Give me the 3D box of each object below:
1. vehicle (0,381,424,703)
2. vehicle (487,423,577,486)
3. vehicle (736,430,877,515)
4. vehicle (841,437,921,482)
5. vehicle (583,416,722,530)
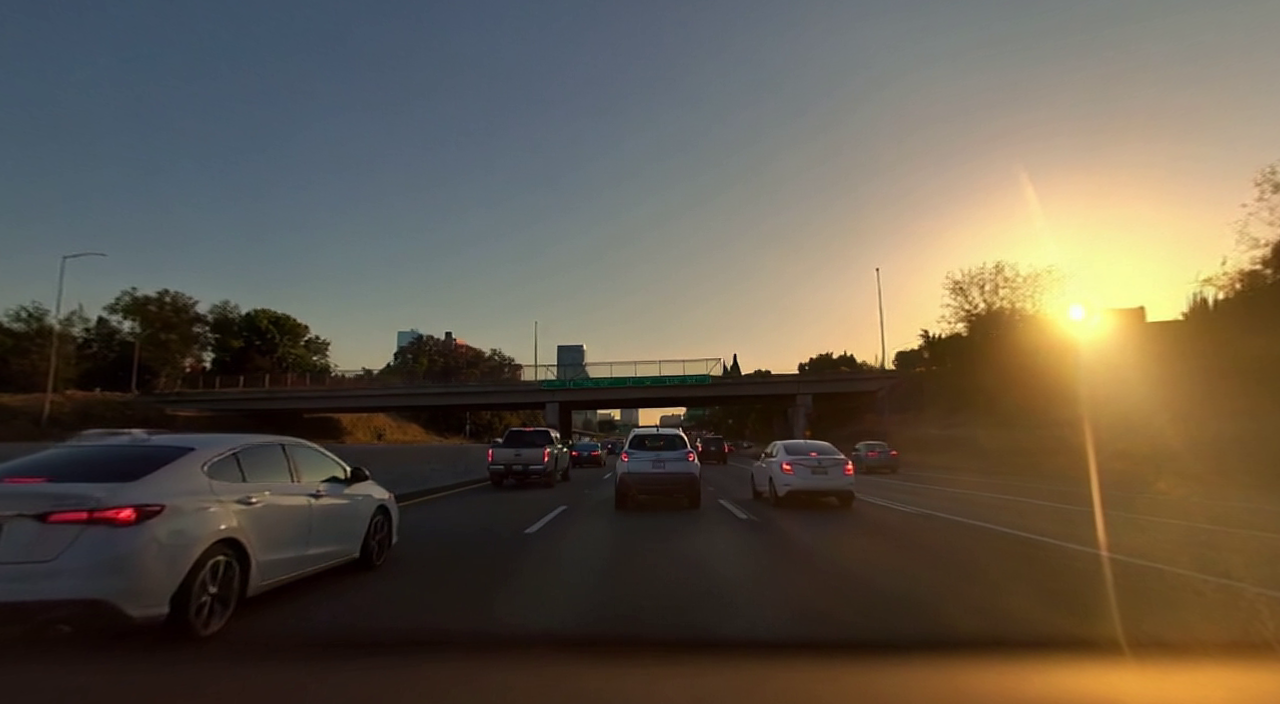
[{"bbox_3d":[-3.634,1.266,5.075,2.014,1.579,4.761,0,-9,1],"label":"vehicle"},{"bbox_3d":[-3.929,3.886,24.120,2.212,2.101,6.052,0,-9,1],"label":"vehicle"},{"bbox_3d":[3.626,2.725,14.711,2.022,1.633,4.651,0,-9,0],"label":"vehicle"},{"bbox_3d":[10.522,4.727,27.887,1.977,1.795,4.208,0,-9,2],"label":"vehicle"},{"bbox_3d":[0.220,2.228,12.079,2.181,1.756,4.167,0,-9,0],"label":"vehicle"}]
